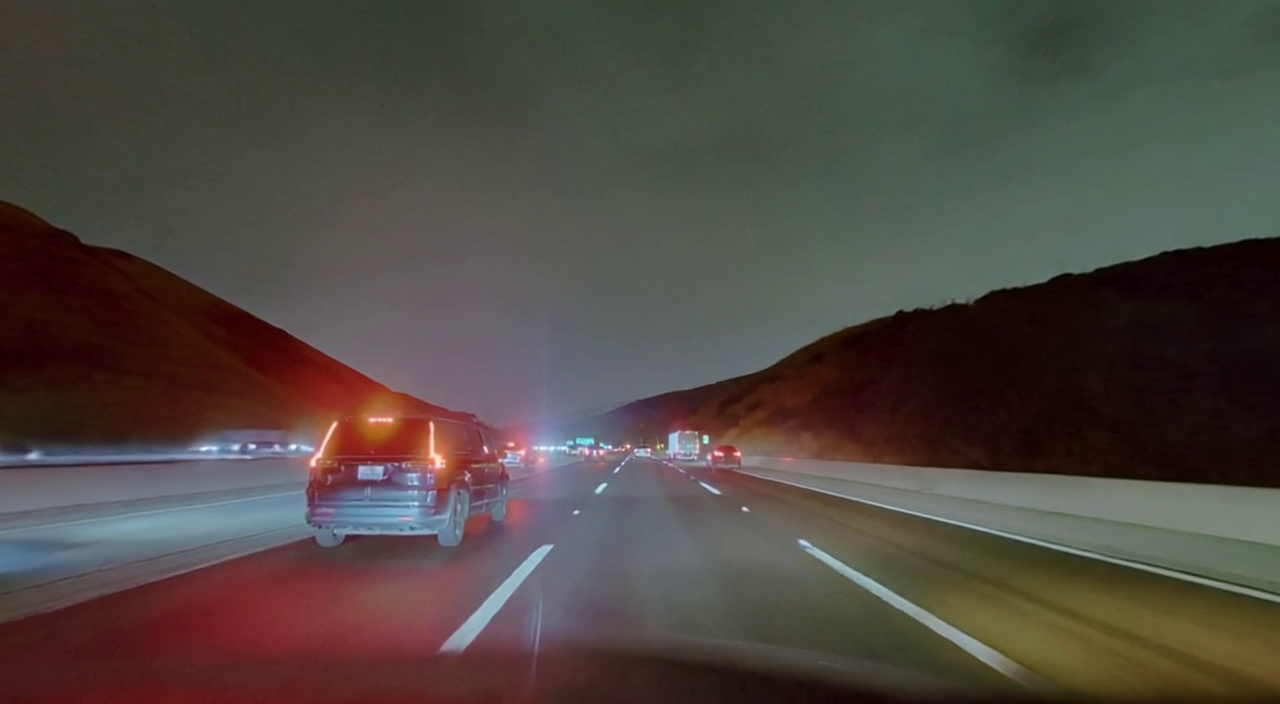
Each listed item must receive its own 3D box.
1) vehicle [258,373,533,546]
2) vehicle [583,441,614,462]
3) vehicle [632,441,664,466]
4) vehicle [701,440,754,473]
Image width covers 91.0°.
[{"bbox_3d":[-3.637,1.821,11.065,2.421,2.203,5.775,0,-9,1],"label":"vehicle"},{"bbox_3d":[-3.143,7.669,48.567,2.138,1.581,4.340,0,-9,0],"label":"vehicle"},{"bbox_3d":[0.517,6.805,42.217,2.014,1.543,3.804,0,-9,0],"label":"vehicle"},{"bbox_3d":[4.442,5.392,32.612,2.051,1.598,4.145,0,-9,-1],"label":"vehicle"}]
